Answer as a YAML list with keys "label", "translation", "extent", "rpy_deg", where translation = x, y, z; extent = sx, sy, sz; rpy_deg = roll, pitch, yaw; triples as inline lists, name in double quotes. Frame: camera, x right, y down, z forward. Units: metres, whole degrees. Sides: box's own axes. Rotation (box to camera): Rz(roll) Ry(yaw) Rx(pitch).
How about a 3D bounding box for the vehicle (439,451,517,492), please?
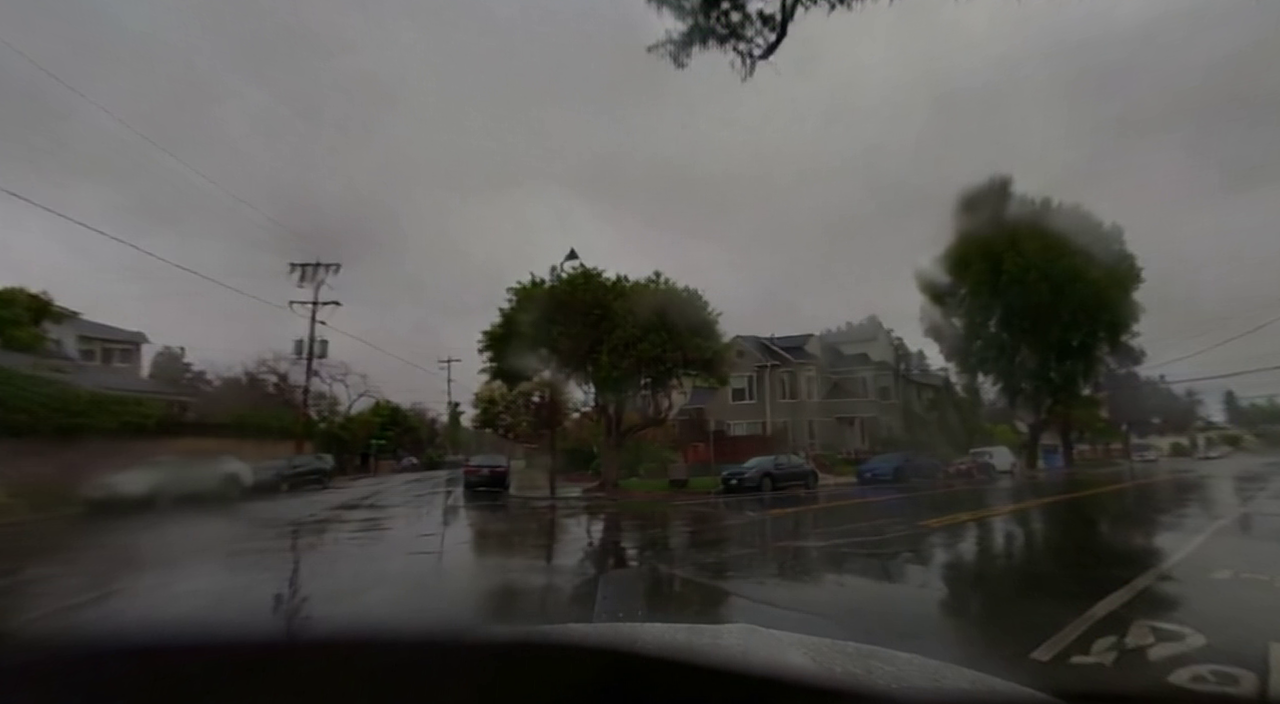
- label: "vehicle"
  translation: [-7.043, 5.218, 28.022]
  extent: [1.981, 1.579, 4.446]
  rpy_deg: [-1, -8, 4]

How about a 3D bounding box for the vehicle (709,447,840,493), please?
- label: "vehicle"
  translation: [5.187, 4.564, 23.988]
  extent: [5.197, 1.431, 2.136]
  rpy_deg: [12, -18, -41]

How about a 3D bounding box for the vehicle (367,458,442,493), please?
- label: "vehicle"
  translation: [-14.555, 7.635, 39.416]
  extent: [2.287, 1.830, 5.343]
  rpy_deg: [-1, -8, 4]

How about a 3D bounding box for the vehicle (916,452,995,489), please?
- label: "vehicle"
  translation: [17.781, 6.598, 35.510]
  extent: [5.499, 1.837, 2.089]
  rpy_deg: [8, -11, -43]

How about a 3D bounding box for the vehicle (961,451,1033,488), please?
- label: "vehicle"
  translation: [22.343, 7.231, 39.448]
  extent: [5.738, 2.060, 2.282]
  rpy_deg: [8, -12, -44]

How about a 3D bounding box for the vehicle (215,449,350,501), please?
- label: "vehicle"
  translation: [-15.067, 5.180, 27.176]
  extent: [2.283, 1.909, 5.692]
  rpy_deg: [-1, -8, 2]

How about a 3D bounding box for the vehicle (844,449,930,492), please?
- label: "vehicle"
  translation: [11.720, 5.515, 29.857]
  extent: [4.414, 1.837, 1.937]
  rpy_deg: [7, -11, -42]

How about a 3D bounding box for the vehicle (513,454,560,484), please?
- label: "vehicle"
  translation: [-6.320, 7.186, 39.006]
  extent: [1.989, 1.683, 3.918]
  rpy_deg: [-1, -8, 4]

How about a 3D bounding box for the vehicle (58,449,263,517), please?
- label: "vehicle"
  translation: [-15.400, 4.165, 20.896]
  extent: [2.152, 1.877, 5.701]
  rpy_deg: [-1, -8, 2]
